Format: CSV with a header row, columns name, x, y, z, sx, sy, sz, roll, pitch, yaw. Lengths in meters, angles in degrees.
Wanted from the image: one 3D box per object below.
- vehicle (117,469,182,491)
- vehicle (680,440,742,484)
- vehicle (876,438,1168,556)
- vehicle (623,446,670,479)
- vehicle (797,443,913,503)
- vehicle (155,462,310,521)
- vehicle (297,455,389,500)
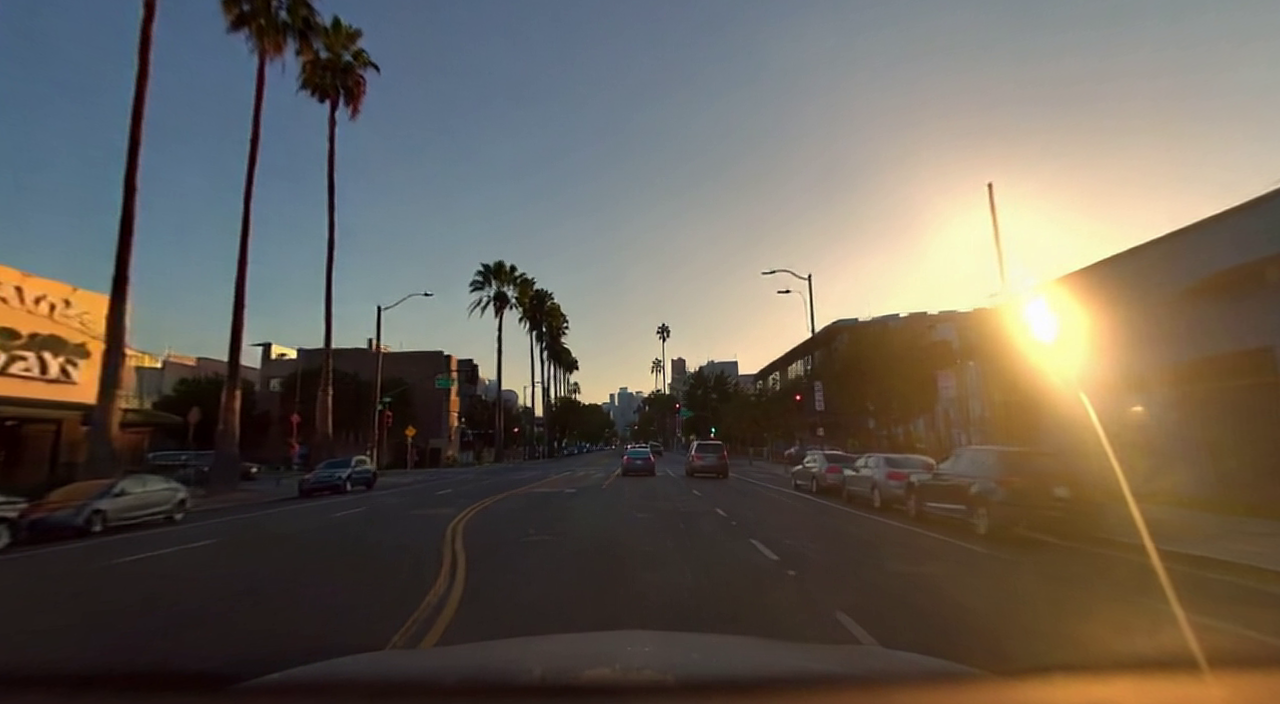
name,x,y,z,sx,sy,sz,roll,pitch,yaw
vehicle,-36.262,9.491,46.751,3.505,1.276,1.652,2,-6,6
vehicle,2.927,4.621,26.925,2.003,1.702,4.288,0,-8,-2
vehicle,6.365,2.426,11.475,2.174,1.643,4.860,0,-8,-1
vehicle,0.258,5.240,30.205,2.088,1.452,3.993,0,-8,0
vehicle,6.519,3.685,19.758,2.157,1.640,4.228,0,-8,0
vehicle,-12.339,4.251,19.544,1.978,1.501,4.355,-3,-11,-2
vehicle,-12.525,5.358,26.956,1.949,1.682,4.094,-2,-11,0
